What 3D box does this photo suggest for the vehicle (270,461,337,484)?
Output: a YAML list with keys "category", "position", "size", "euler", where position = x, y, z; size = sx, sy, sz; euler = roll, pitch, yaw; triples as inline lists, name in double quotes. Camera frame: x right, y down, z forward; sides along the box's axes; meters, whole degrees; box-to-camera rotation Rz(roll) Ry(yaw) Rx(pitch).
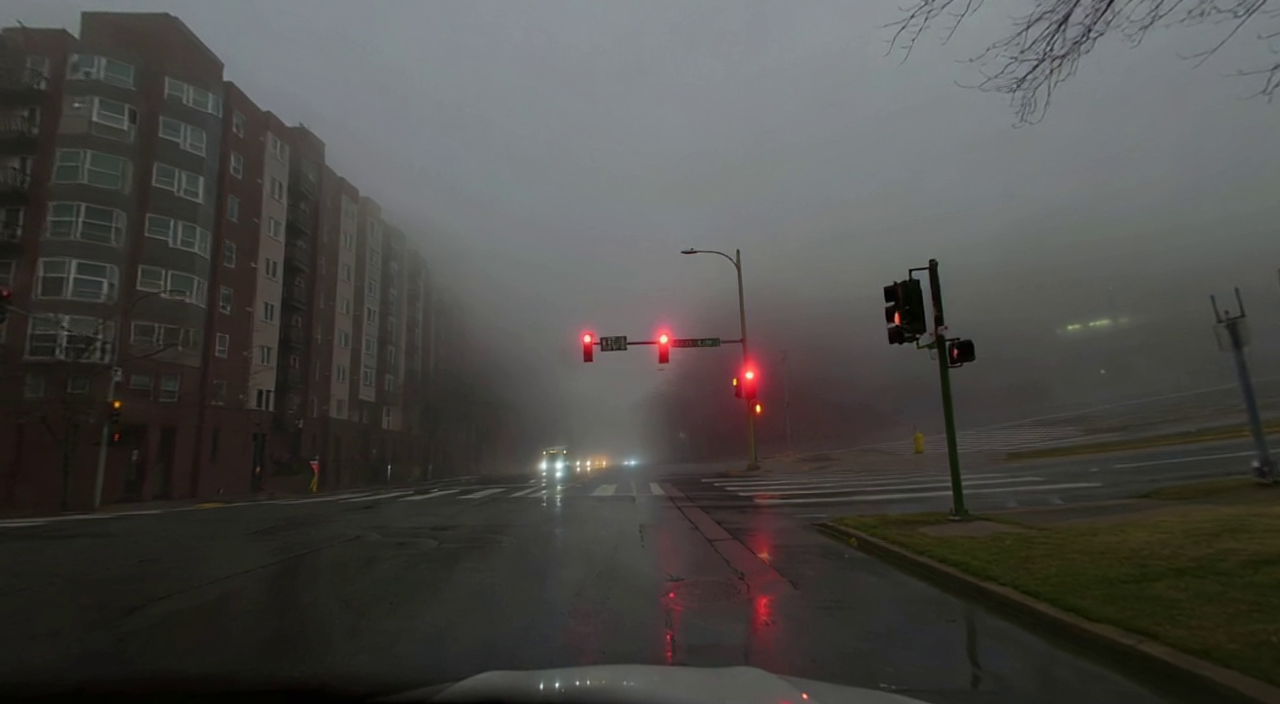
- category: "vehicle"
  position: [-24.660, 8.830, 46.271]
  size: [3.882, 1.600, 1.768]
  euler: [0, -9, 1]
